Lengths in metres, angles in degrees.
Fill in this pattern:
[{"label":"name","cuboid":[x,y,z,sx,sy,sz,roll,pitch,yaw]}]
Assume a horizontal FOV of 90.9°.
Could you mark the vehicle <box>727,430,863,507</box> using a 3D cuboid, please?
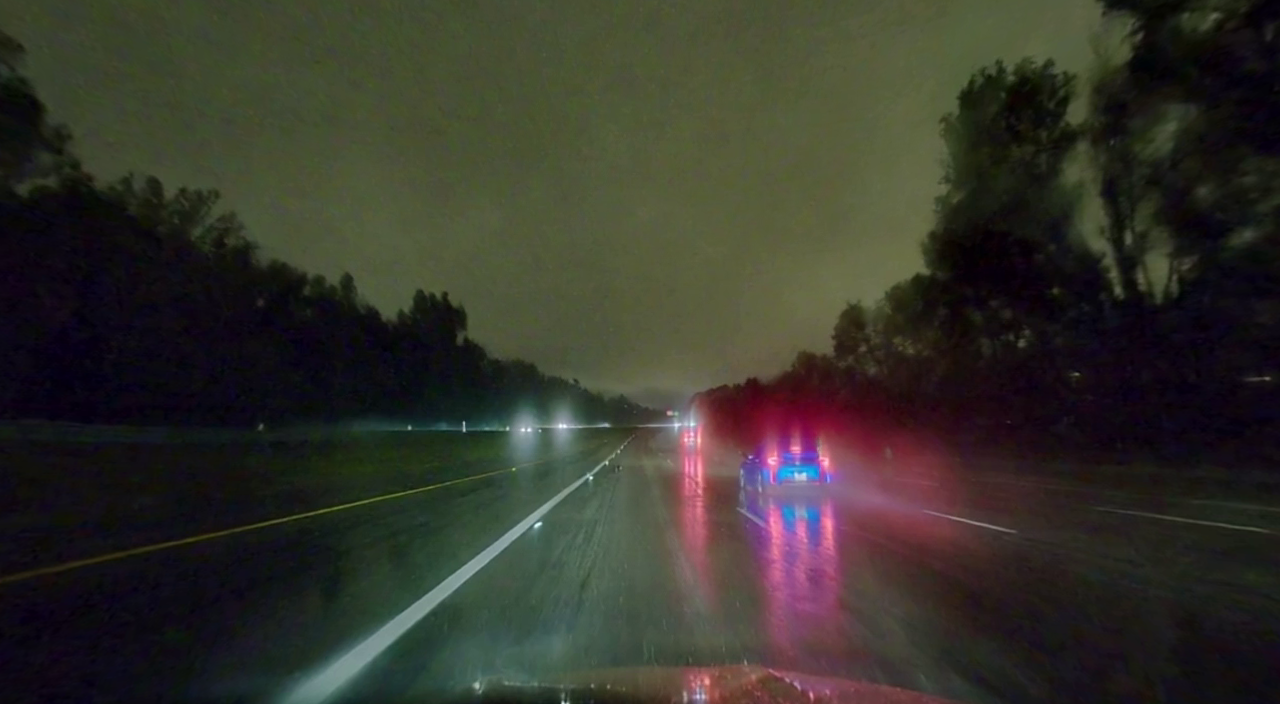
[{"label":"vehicle","cuboid":[3.474,2.691,15.076,2.050,1.546,4.344,0,-8,-1]}]
